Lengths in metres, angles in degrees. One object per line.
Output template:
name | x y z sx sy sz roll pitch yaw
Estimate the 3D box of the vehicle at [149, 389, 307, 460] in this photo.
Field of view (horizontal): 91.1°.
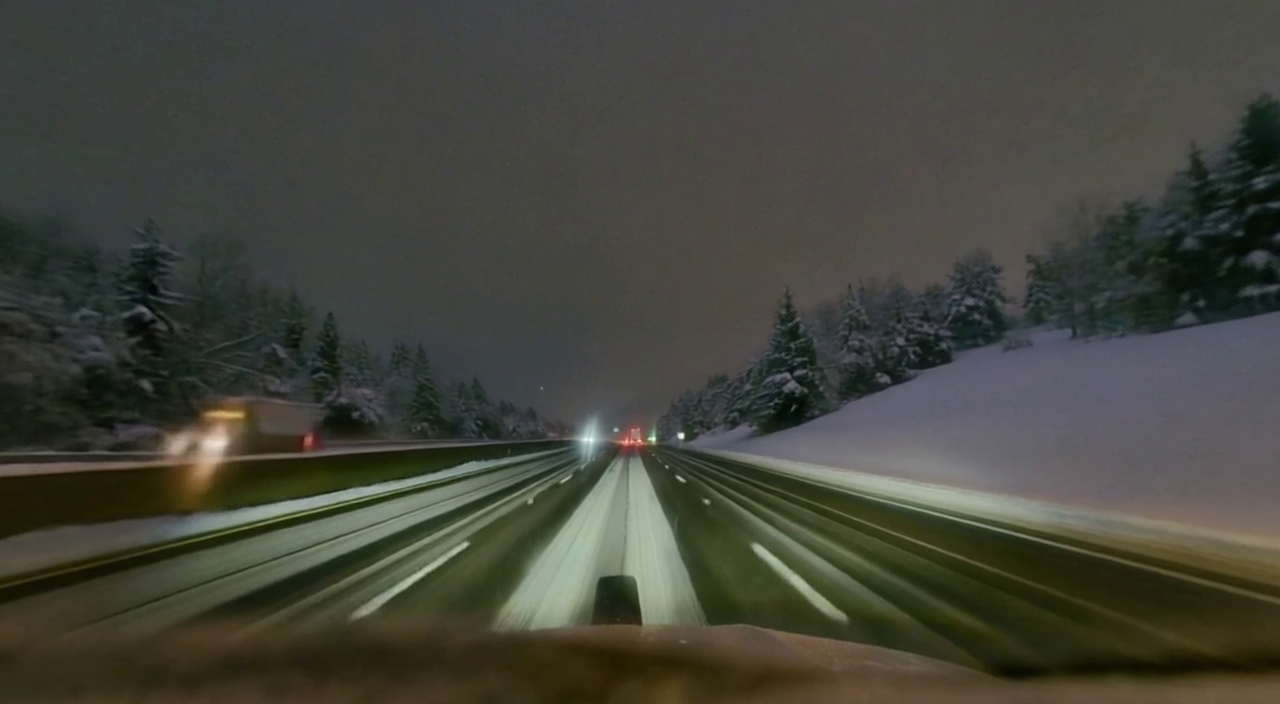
vehicle | -16.571 3.044 25.902 2.306 2.546 6.242 0 -8 -1
